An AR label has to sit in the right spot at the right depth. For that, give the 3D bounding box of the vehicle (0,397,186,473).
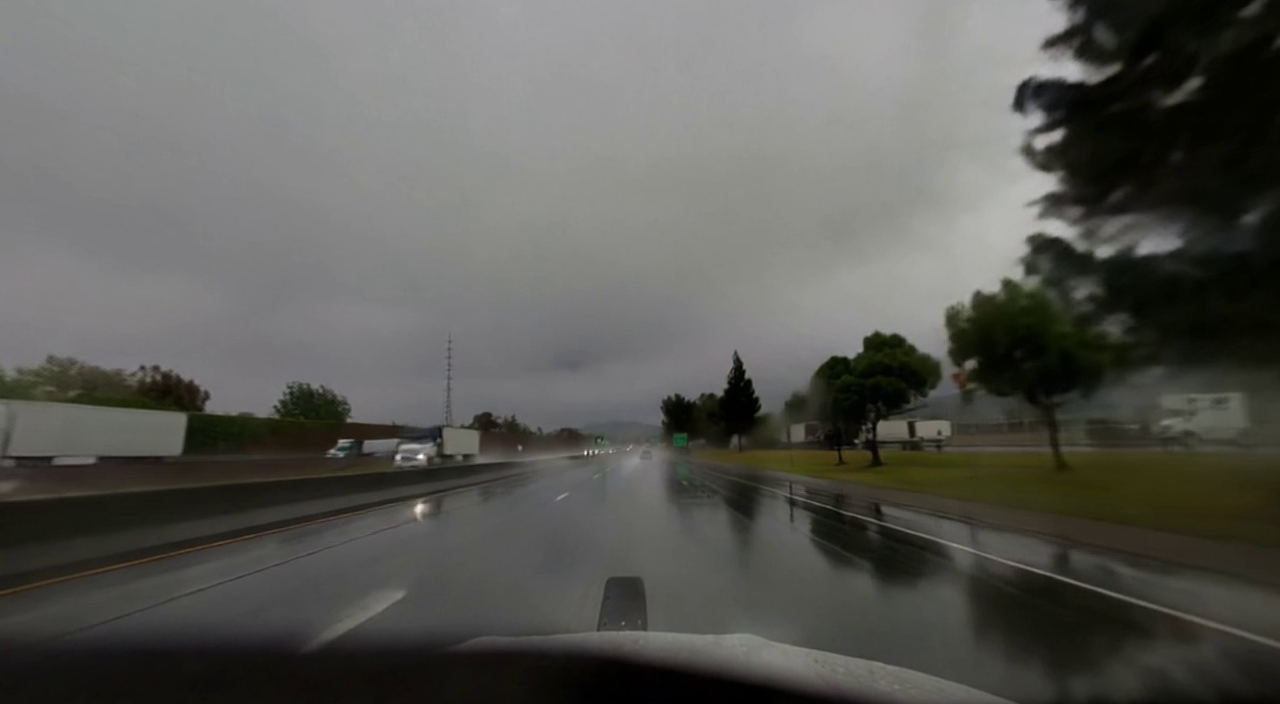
[{"bbox_3d":[-38.509,5.757,42.572,3.133,4.363,16.928,0,-9,0],"label":"vehicle"}]

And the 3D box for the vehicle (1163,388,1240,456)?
[{"bbox_3d":[37.522,4.882,41.865,2.837,3.906,12.616,-9,-12,43],"label":"vehicle"}]
